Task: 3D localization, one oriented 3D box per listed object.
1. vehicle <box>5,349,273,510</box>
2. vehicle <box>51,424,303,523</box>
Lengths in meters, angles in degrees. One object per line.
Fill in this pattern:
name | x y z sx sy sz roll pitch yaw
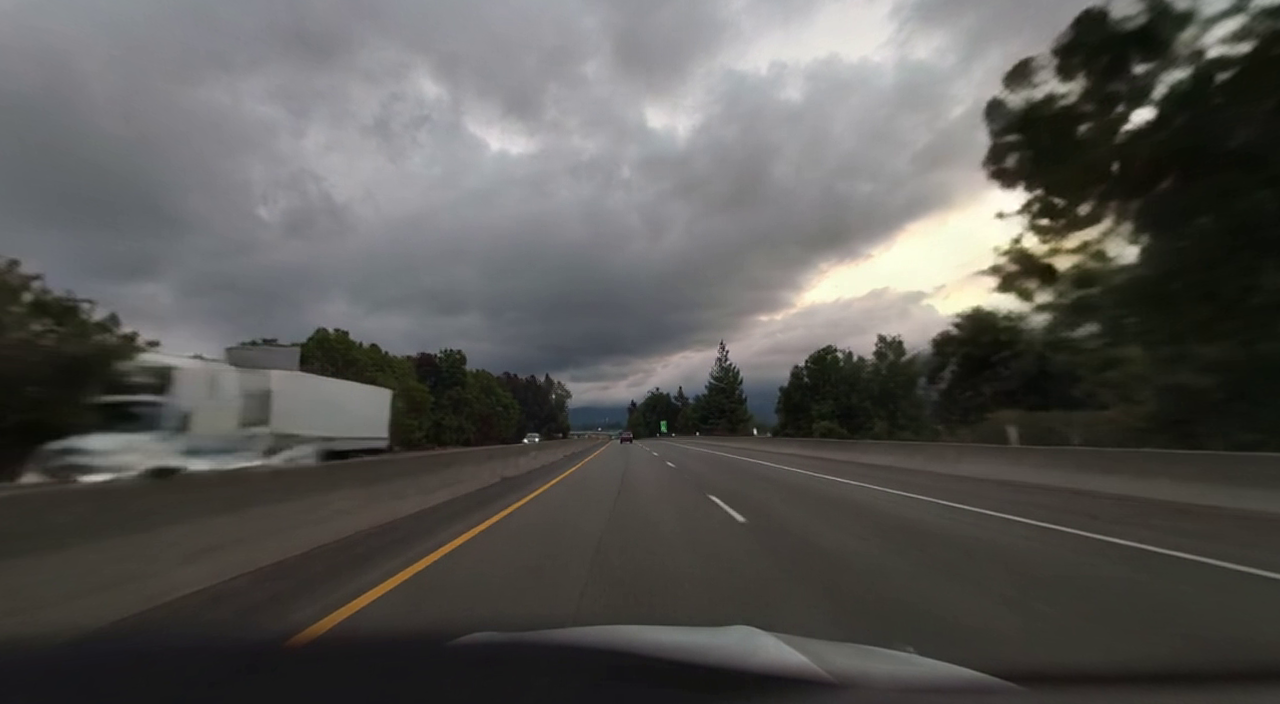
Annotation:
vehicle | -14.277 2.317 18.761 2.984 4.005 5.879 0 -8 -1
vehicle | -10.019 2.624 14.215 2.434 1.856 4.296 0 -8 -1
